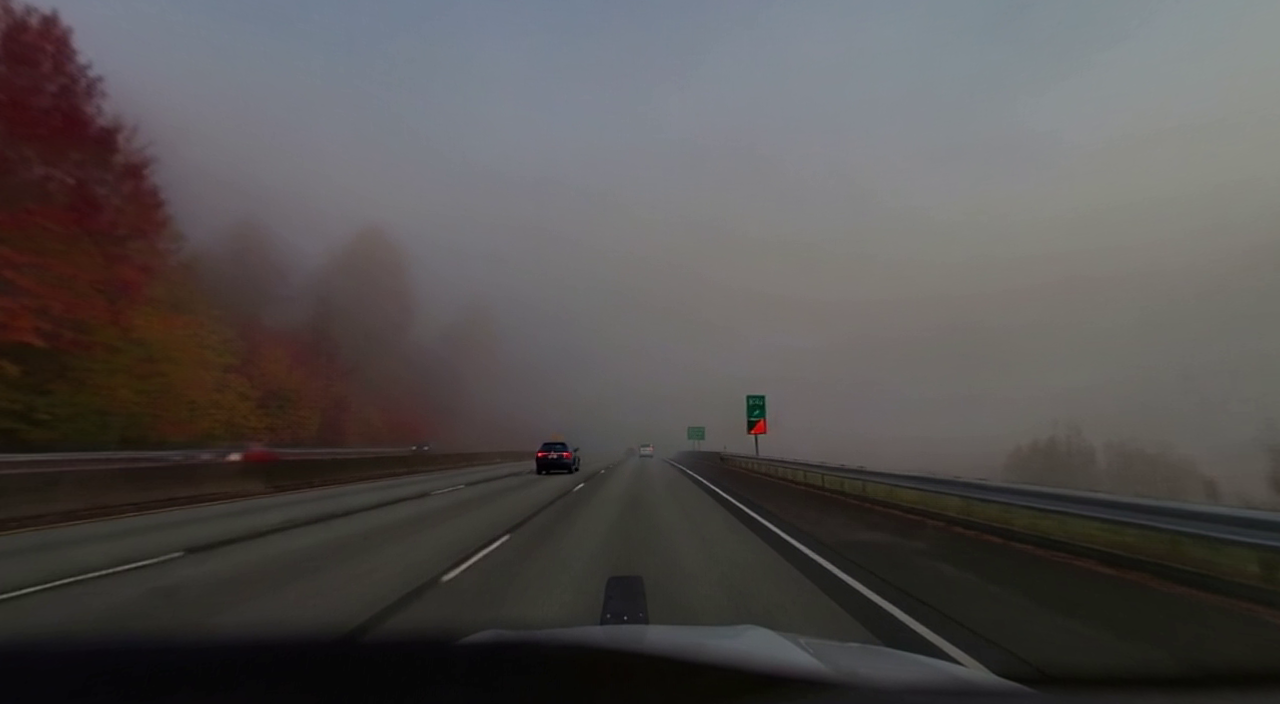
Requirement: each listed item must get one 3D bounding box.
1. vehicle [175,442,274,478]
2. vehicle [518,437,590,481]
[{"bbox_3d":[-20.023,5.193,30.571,1.908,1.567,4.458,0,-8,-3],"label":"vehicle"},{"bbox_3d":[-3.322,4.261,25.355,2.061,1.572,4.814,0,-8,2],"label":"vehicle"}]
